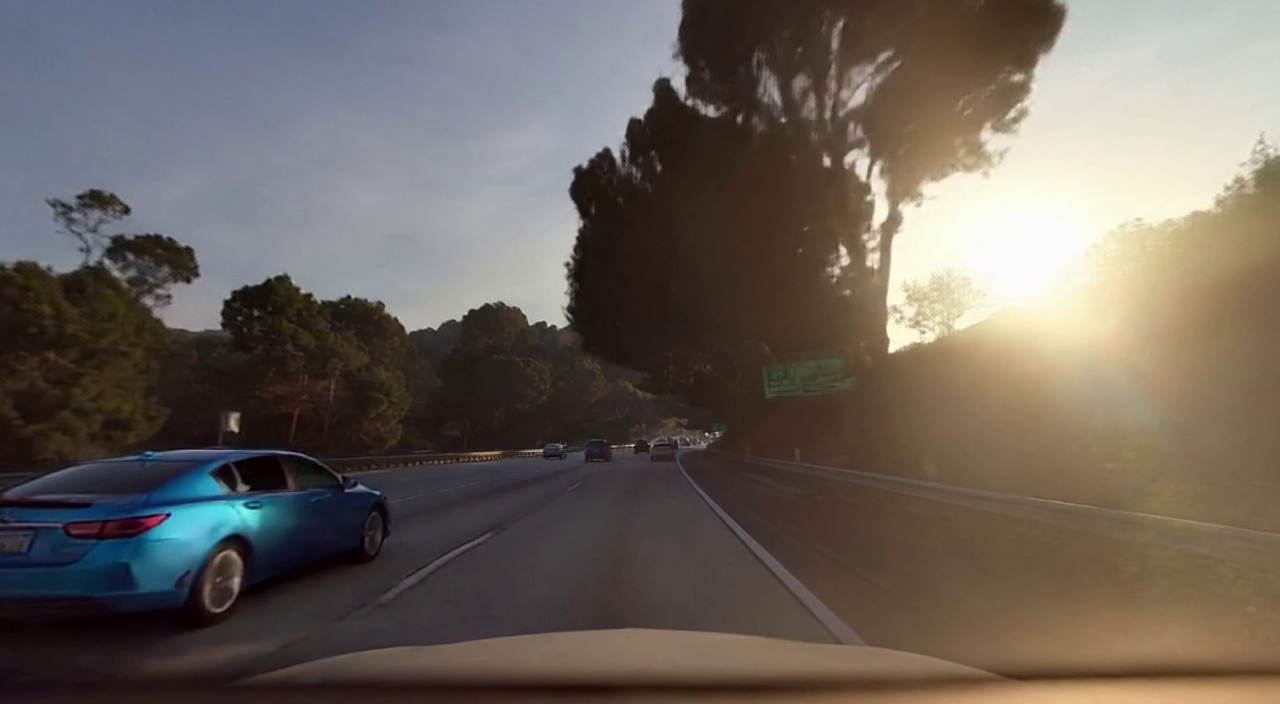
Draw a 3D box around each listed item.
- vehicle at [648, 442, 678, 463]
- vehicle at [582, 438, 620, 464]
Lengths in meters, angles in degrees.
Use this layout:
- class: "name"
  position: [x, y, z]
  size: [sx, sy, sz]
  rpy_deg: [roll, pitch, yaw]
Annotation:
- class: "vehicle"
  position: [1.691, 7.233, 45.620]
  size: [2.113, 1.464, 4.073]
  rpy_deg: [0, -8, 3]
- class: "vehicle"
  position: [-2.612, 6.776, 43.307]
  size: [2.071, 1.716, 4.363]
  rpy_deg: [0, -8, 4]
